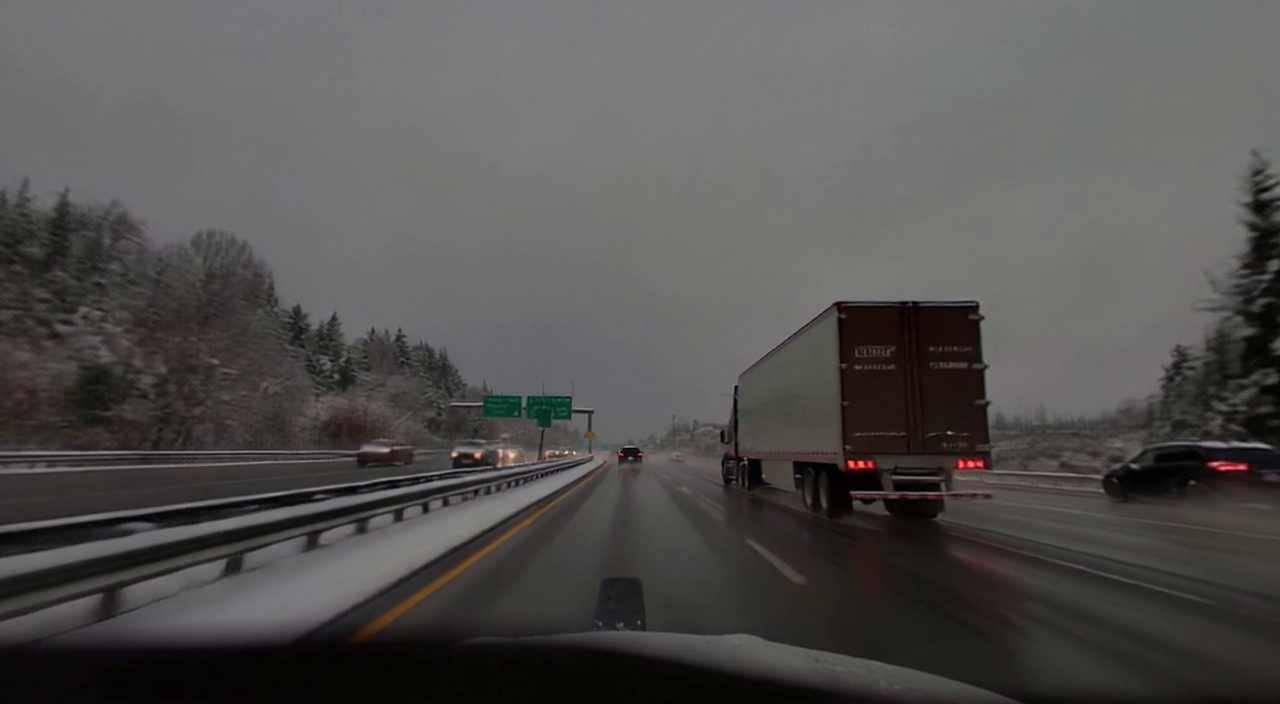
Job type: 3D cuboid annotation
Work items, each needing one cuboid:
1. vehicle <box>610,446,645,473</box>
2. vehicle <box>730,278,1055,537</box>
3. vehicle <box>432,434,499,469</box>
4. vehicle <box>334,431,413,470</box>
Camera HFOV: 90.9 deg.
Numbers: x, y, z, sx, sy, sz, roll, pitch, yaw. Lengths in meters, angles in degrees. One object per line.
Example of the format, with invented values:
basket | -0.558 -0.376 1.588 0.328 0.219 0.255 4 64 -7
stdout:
vehicle | -0.774 6.744 39.854 2.111 1.599 3.859 0 -9 -1
vehicle | 4.848 1.881 16.746 2.890 4.006 14.039 0 -9 0
vehicle | -8.136 4.690 29.741 2.029 1.527 4.006 0 -9 0
vehicle | -12.487 4.664 29.824 1.945 1.570 4.183 4 -9 -2
